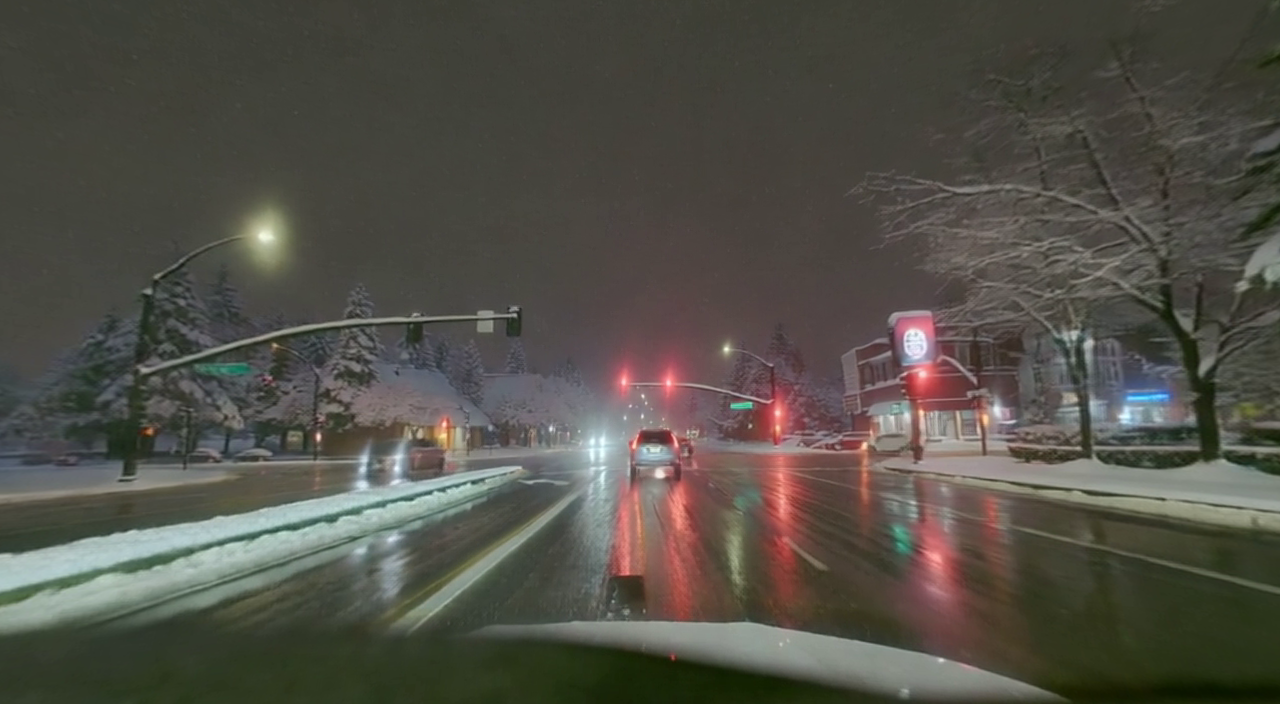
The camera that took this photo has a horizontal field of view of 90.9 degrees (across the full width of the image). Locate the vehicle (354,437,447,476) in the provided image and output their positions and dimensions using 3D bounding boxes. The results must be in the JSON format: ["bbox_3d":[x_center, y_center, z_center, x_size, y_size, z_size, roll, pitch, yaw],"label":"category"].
[{"bbox_3d":[-11.240,4.910,29.967,1.954,1.673,4.460,-2,-8,12],"label":"vehicle"}]

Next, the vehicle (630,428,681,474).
[{"bbox_3d":[0.645,4.150,26.604,1.994,1.759,4.186,0,-8,1],"label":"vehicle"}]
